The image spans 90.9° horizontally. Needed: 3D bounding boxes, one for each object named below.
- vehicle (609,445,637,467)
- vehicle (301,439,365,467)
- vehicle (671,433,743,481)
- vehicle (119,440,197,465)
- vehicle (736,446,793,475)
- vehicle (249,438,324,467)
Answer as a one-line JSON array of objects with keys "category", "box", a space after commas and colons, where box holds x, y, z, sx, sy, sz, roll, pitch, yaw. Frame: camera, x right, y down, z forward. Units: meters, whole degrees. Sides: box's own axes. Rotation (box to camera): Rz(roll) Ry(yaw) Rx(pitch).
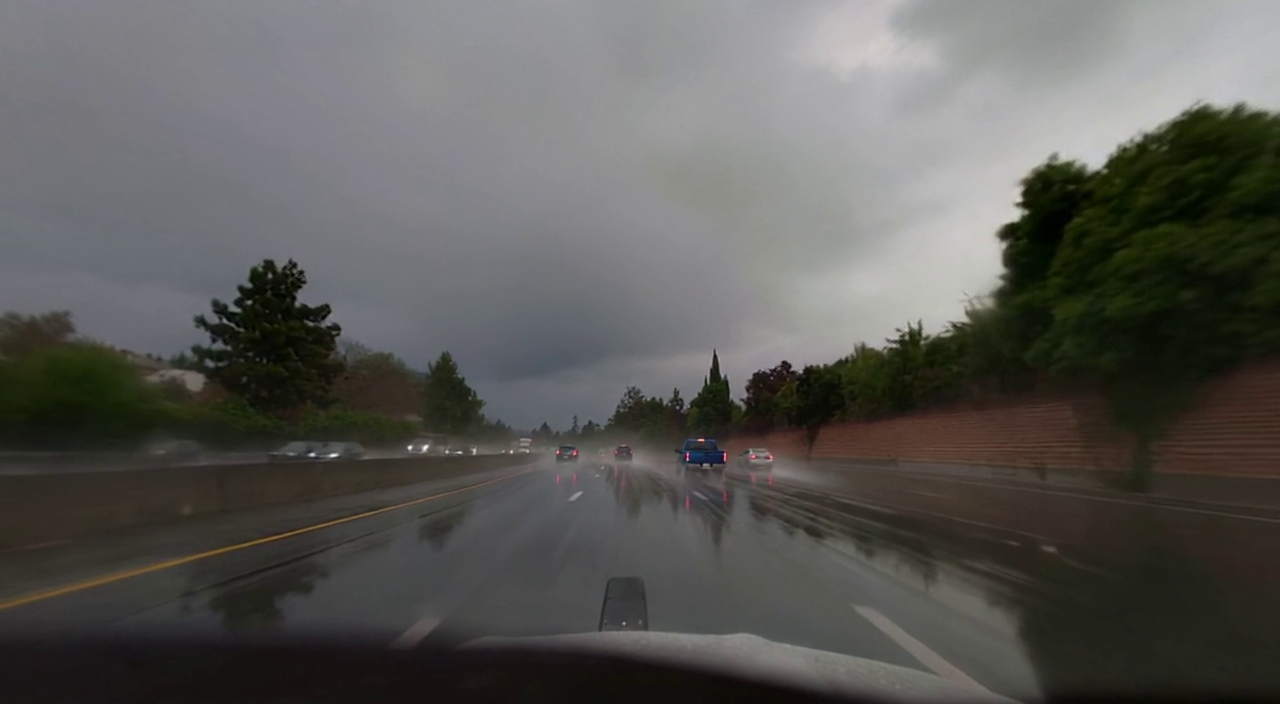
[{"category": "vehicle", "box": [-1.338, 7.907, 48.071, 2.050, 1.607, 3.821, 0, -8, -3]}, {"category": "vehicle", "box": [-19.187, 6.336, 39.664, 2.022, 1.644, 4.297, 0, -8, -3]}, {"category": "vehicle", "box": [2.913, 4.758, 28.881, 2.374, 1.952, 5.431, 0, -8, -3]}, {"category": "vehicle", "box": [-36.893, 7.682, 48.449, 2.274, 1.742, 4.621, 0, -8, 0]}, {"category": "vehicle", "box": [6.873, 6.035, 35.407, 1.976, 1.485, 4.925, 0, -8, -3]}, {"category": "vehicle", "box": [-22.309, 6.339, 40.050, 1.998, 1.723, 5.157, 0, -8, -3]}]
